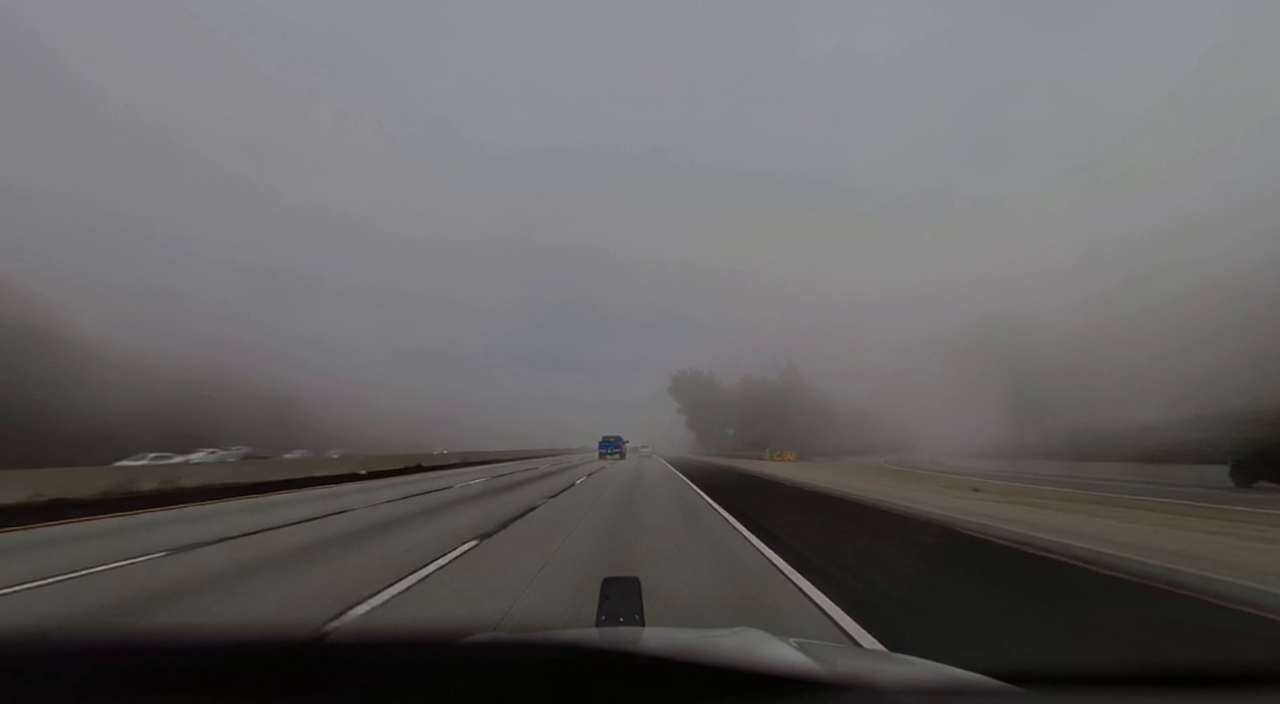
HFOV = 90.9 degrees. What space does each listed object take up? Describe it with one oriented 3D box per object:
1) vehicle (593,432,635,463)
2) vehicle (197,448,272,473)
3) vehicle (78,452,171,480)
[{"bbox_3d":[-1.826,7.079,46.881,2.604,2.170,6.271,0,-8,2],"label":"vehicle"},{"bbox_3d":[-25.568,6.830,39.919,1.839,1.458,4.174,0,-8,1],"label":"vehicle"},{"bbox_3d":[-29.558,6.508,36.311,1.781,1.432,4.227,0,-8,0],"label":"vehicle"}]
